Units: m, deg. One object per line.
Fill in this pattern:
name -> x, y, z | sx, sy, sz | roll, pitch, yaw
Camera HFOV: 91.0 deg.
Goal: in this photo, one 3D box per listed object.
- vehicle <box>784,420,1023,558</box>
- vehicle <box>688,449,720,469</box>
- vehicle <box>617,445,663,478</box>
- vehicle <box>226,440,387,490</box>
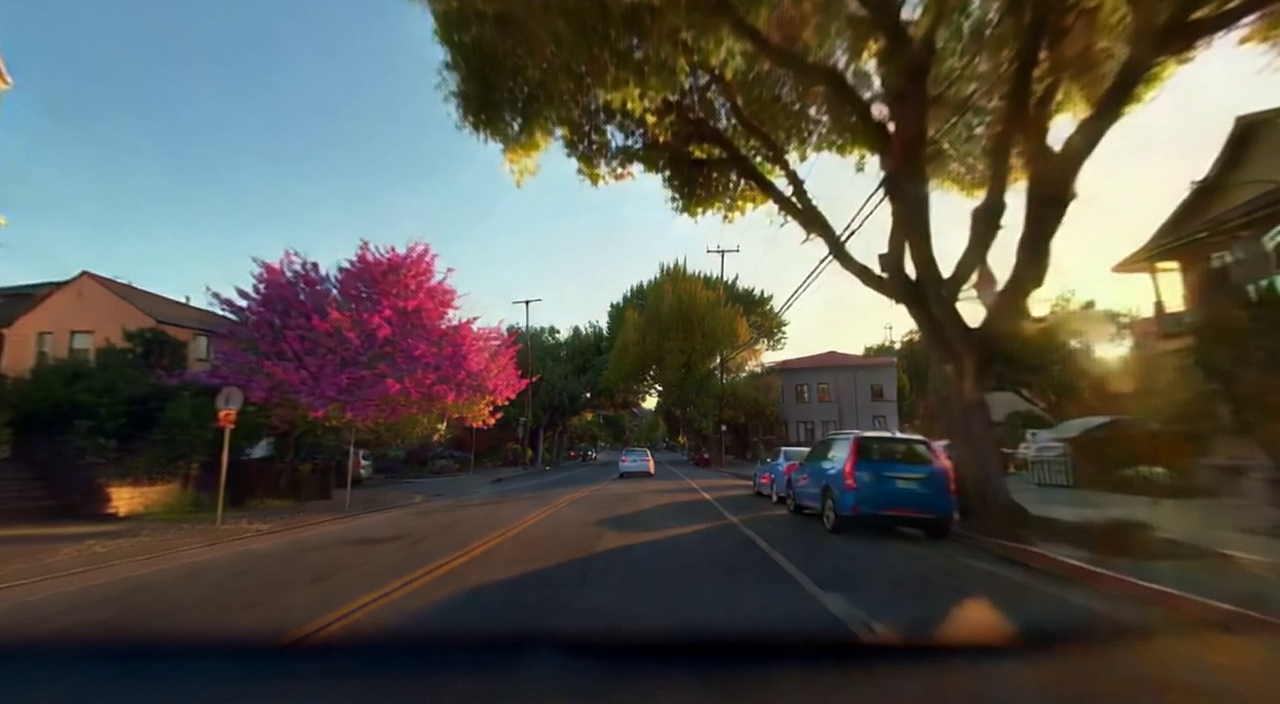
vehicle -> 4.139, 2.231, 11.079 | 2.100, 1.830, 5.040 | 0, -9, 1
vehicle -> 4.971, 8.411, 49.637 | 1.977, 1.481, 5.155 | 0, -9, 0
vehicle -> 0.031, 5.315, 30.929 | 2.104, 1.500, 3.815 | 0, -9, 1
vehicle -> -15.422, 5.301, 29.414 | 6.278, 1.911, 2.173 | -3, -10, -1
